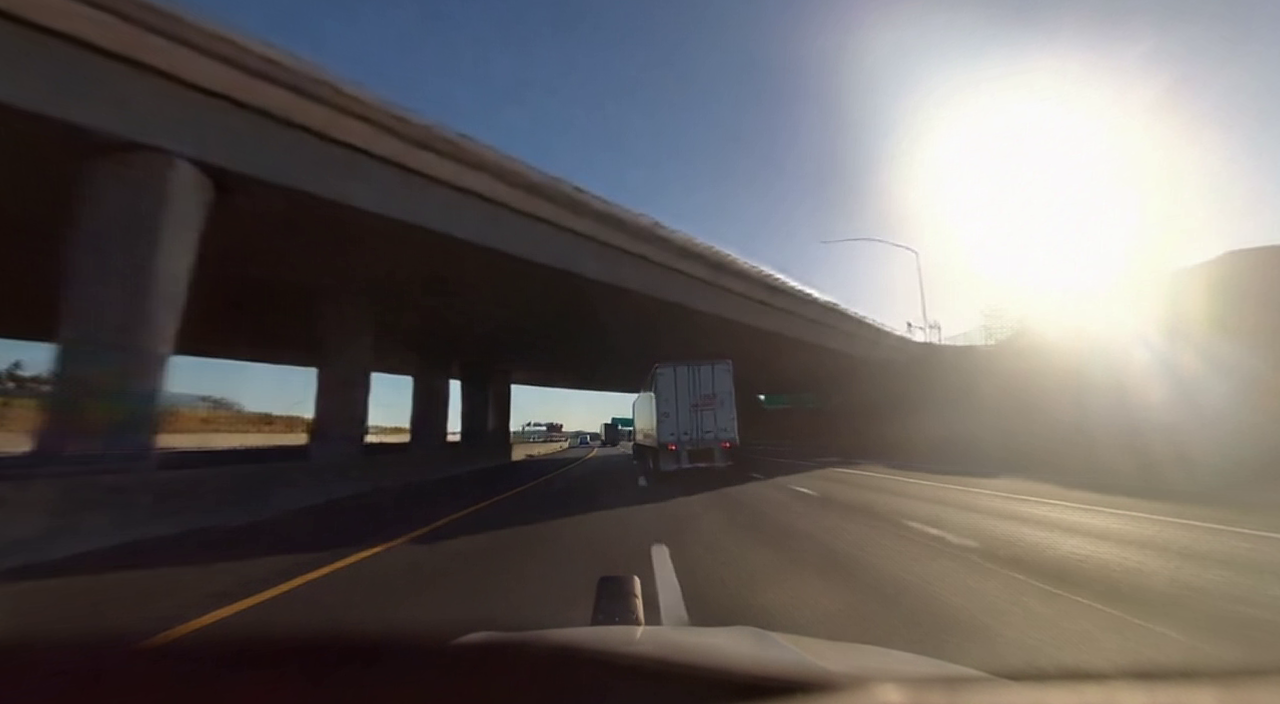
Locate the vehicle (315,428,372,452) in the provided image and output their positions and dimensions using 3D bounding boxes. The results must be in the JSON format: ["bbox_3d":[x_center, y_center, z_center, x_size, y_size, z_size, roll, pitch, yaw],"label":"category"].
[{"bbox_3d":[-22.238,6.653,47.475,2.039,1.706,4.974,0,-8,-2],"label":"vehicle"}]

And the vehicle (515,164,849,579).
[{"bbox_3d":[0.820,1.060,12.709,3.153,4.080,13.081,-1,-8,4],"label":"vehicle"}]
